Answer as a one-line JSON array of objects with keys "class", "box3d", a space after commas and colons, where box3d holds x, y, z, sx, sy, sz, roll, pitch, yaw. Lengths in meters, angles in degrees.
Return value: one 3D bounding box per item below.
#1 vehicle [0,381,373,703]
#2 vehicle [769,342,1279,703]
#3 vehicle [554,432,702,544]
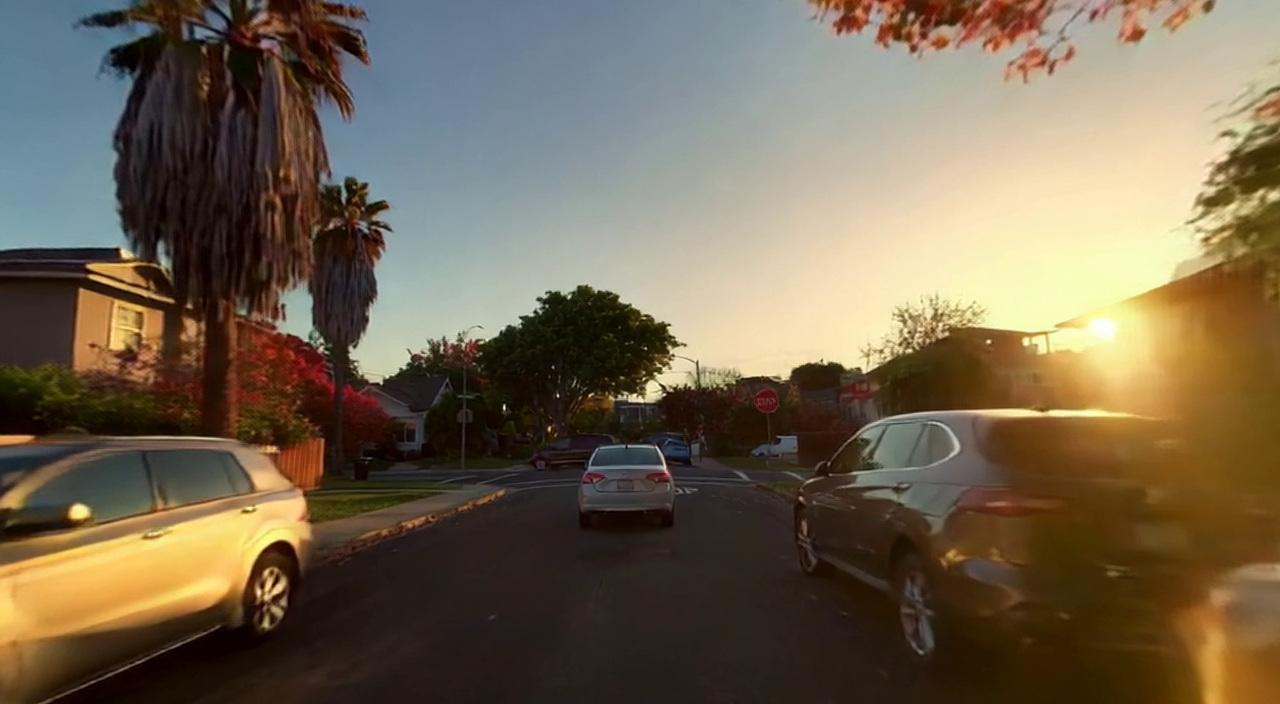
[{"class": "vehicle", "box3d": [-3.377, 1.118, 3.494, 1.965, 1.657, 4.104, 0, -8, 0]}, {"class": "vehicle", "box3d": [2.596, 1.209, 4.999, 2.179, 1.813, 4.815, 0, -8, 1]}, {"class": "vehicle", "box3d": [-0.152, 2.165, 10.659, 2.010, 1.499, 4.107, 0, -9, 0]}]
